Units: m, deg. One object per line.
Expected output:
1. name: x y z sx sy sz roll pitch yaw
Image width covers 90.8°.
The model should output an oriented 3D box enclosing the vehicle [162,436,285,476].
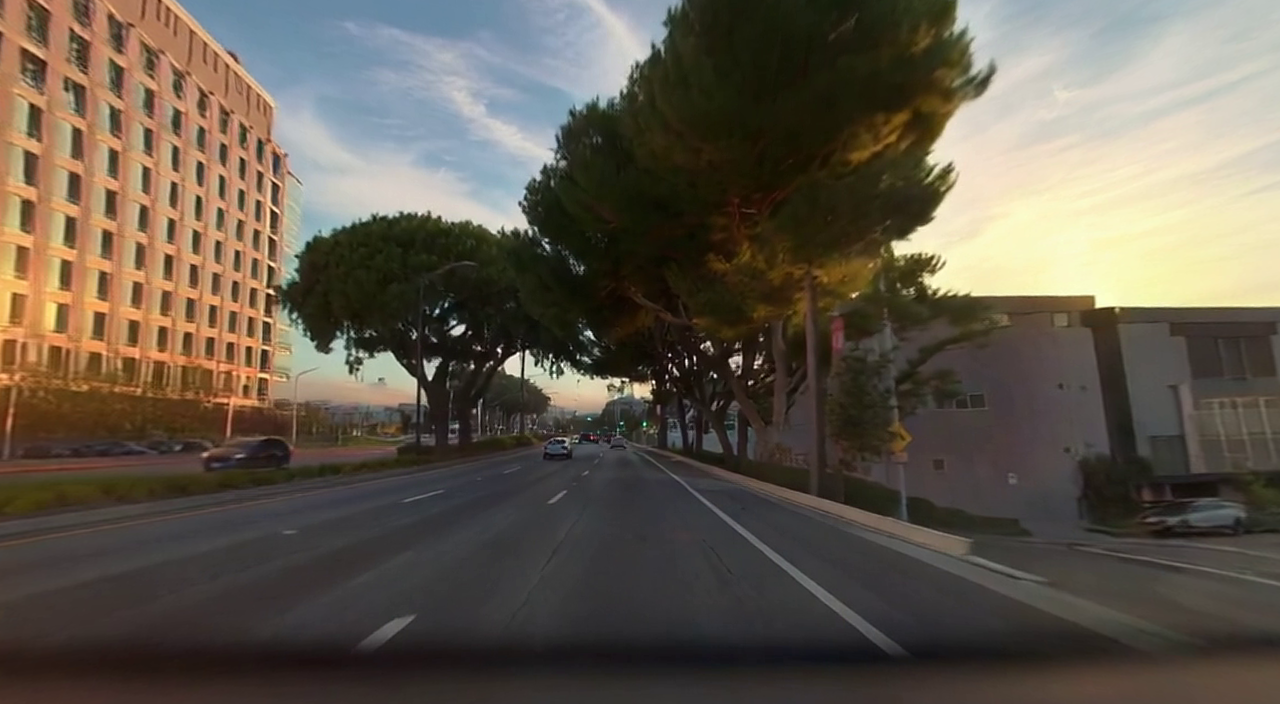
1. vehicle: -17.926 4.488 27.509 2.079 1.560 4.702 0 -8 1

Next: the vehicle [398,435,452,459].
1. vehicle: -14.676 6.519 43.406 1.998 1.488 4.577 0 -8 1

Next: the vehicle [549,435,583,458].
1. vehicle: -5.183 6.707 44.846 2.025 1.474 4.292 0 -8 -2
